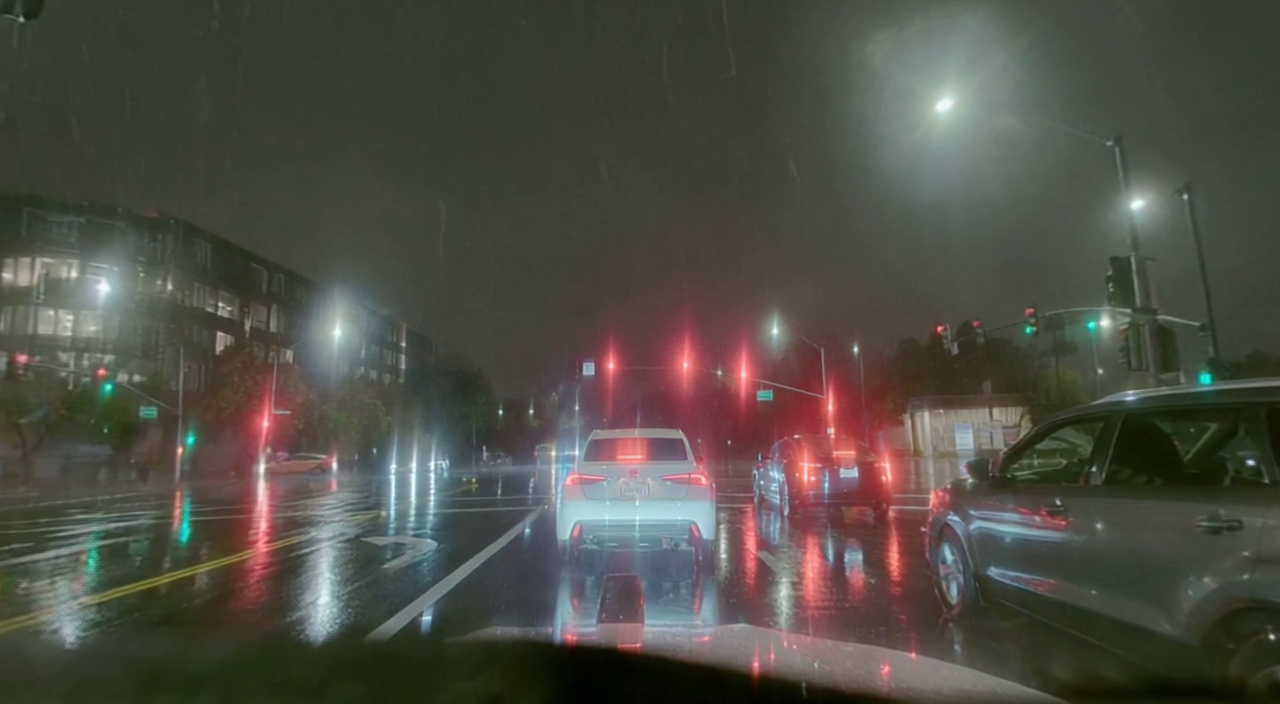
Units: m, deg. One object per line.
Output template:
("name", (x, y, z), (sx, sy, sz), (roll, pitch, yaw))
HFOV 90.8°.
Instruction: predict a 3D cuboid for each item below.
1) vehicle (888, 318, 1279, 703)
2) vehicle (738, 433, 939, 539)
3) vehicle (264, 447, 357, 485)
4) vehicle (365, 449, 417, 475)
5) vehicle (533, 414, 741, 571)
("vehicle", (3.009, 0.864, 2.671), (2.103, 1.701, 4.294), (0, -8, -1))
("vehicle", (3.149, 2.219, 11.150), (2.001, 1.463, 4.398), (0, -8, -2))
("vehicle", (-17.069, 5.841, 32.714), (4.448, 1.837, 2.021), (-5, -10, 29))
("vehicle", (-18.728, 8.276, 47.819), (2.026, 1.836, 4.726), (0, -8, 0))
("vehicle", (-0.076, 1.789, 8.766), (2.188, 1.637, 4.027), (0, -8, -1))
